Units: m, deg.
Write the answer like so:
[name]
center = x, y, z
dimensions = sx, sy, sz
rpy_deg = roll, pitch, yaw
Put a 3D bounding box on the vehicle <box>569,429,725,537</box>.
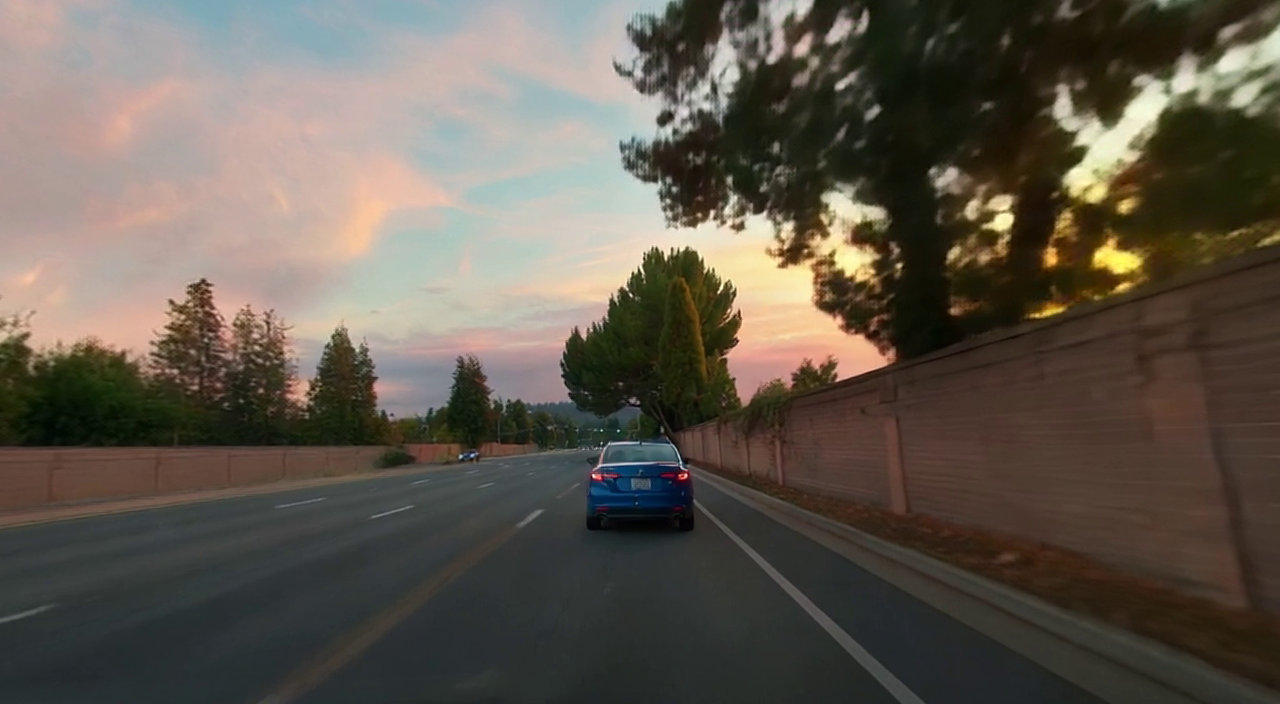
[vehicle]
center = 0.065, 2.179, 11.166
dimensions = 2.205, 1.509, 4.272
rpy_deg = 0, -8, -1
